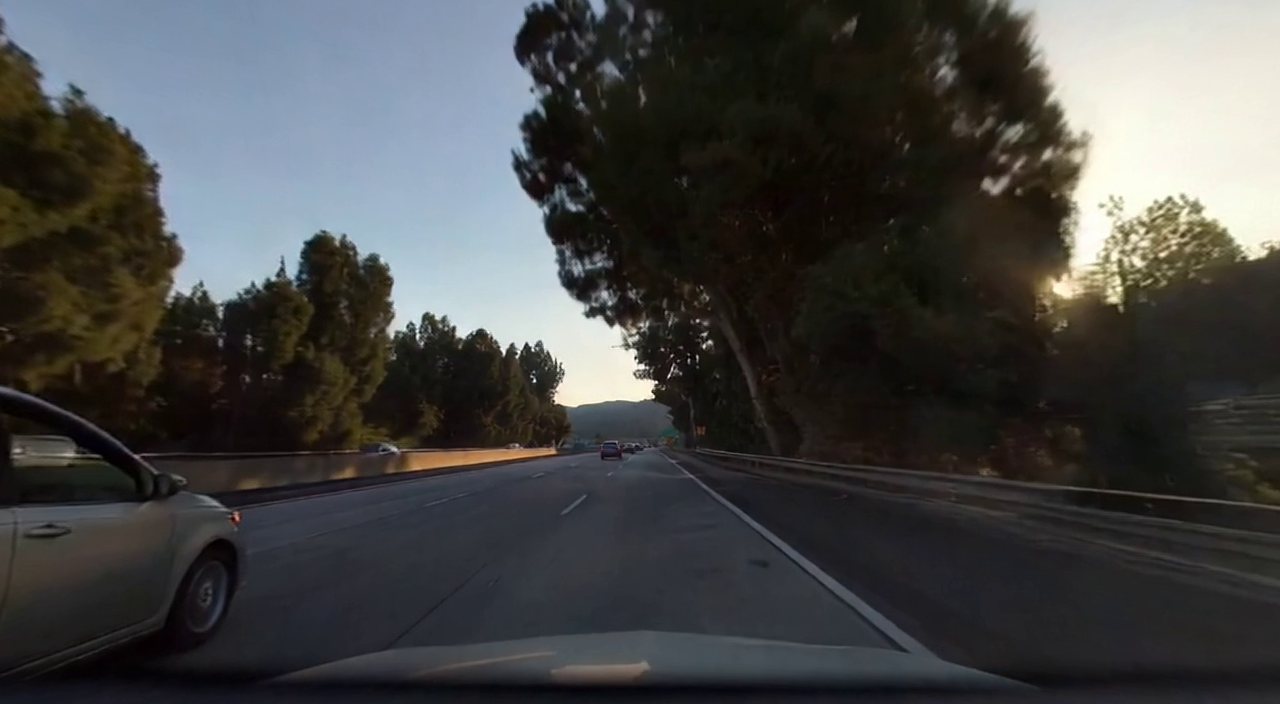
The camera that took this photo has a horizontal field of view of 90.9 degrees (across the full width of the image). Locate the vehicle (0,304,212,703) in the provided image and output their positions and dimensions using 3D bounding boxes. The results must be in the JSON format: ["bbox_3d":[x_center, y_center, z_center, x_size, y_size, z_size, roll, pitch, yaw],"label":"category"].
[{"bbox_3d":[-4.097,0.529,1.099,2.316,1.970,5.966,0,-8,2],"label":"vehicle"}]
